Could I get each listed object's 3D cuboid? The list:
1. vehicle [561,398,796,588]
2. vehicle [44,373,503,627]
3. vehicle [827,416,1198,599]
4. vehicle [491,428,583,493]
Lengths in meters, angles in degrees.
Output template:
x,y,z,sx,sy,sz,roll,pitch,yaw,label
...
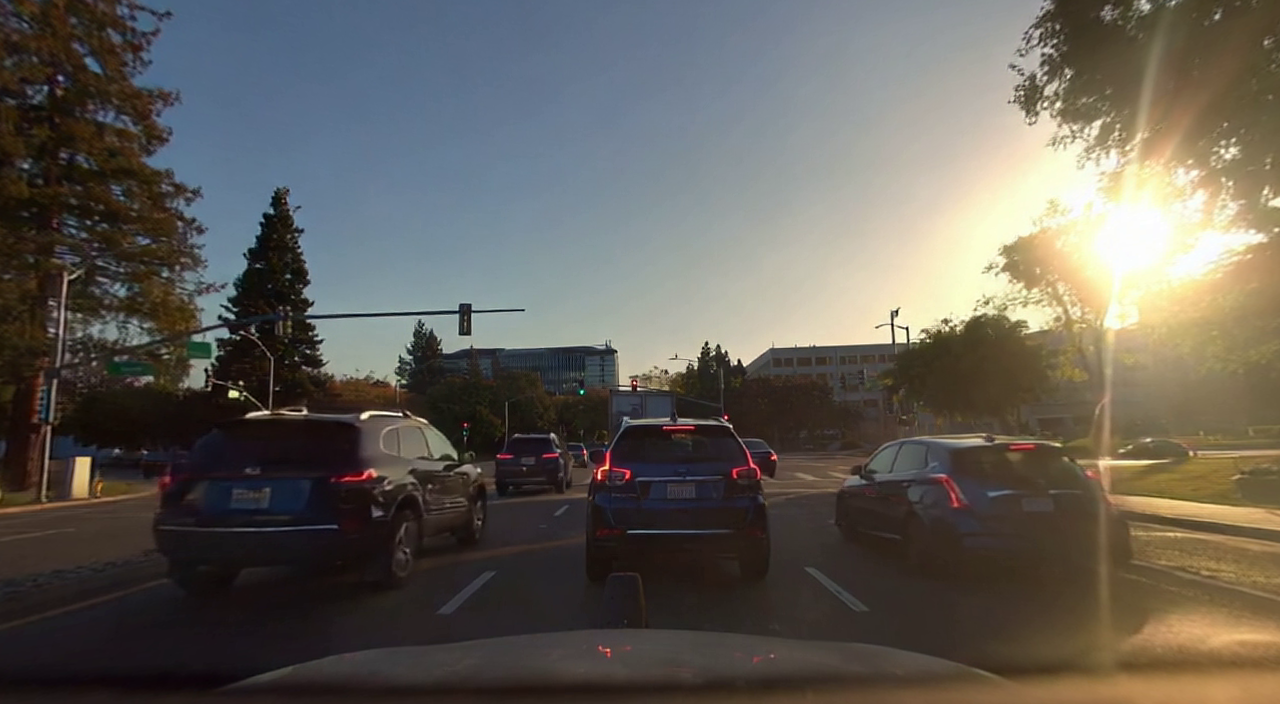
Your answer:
x,y,z,sx,sy,sz,roll,pitch,yaw,label
0.372,1.636,8.112,2.172,1.764,4.338,0,-8,0,vehicle
-3.175,1.427,7.050,2.209,1.828,4.847,0,-9,0,vehicle
3.885,1.663,7.607,1.954,1.592,3.992,0,-8,-1,vehicle
-3.145,3.436,20.362,2.054,1.814,4.941,0,-8,1,vehicle
